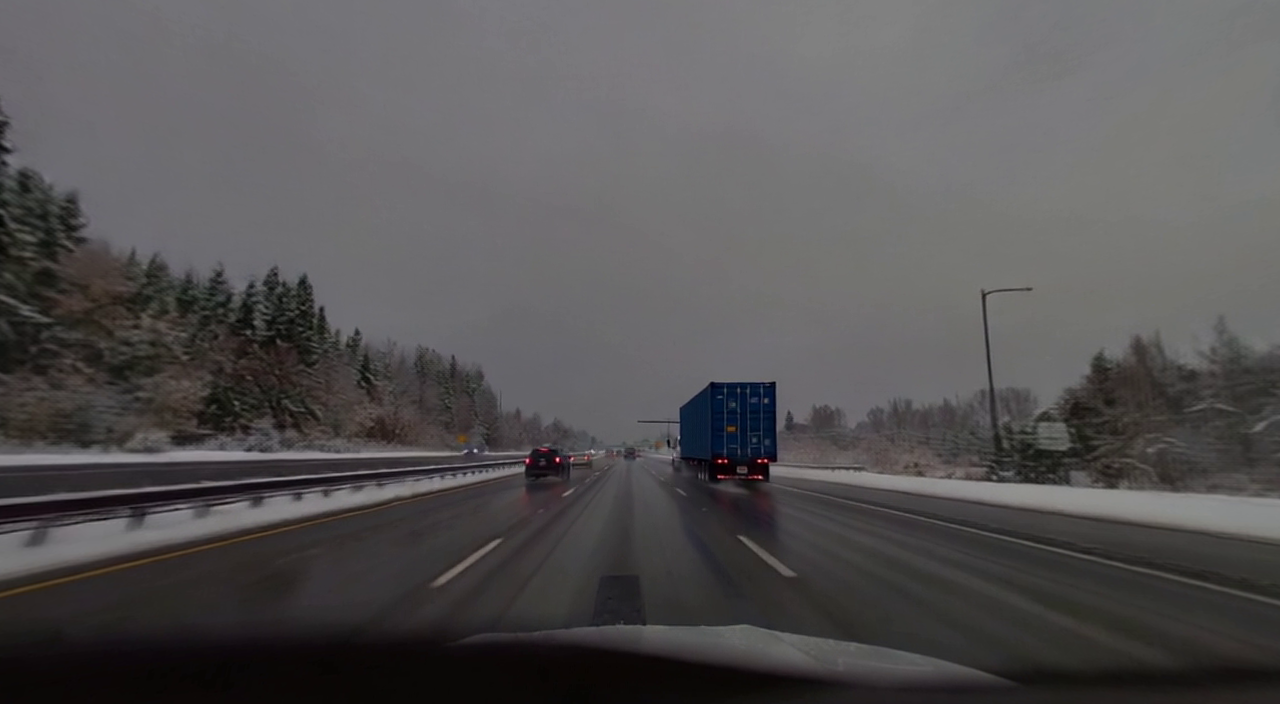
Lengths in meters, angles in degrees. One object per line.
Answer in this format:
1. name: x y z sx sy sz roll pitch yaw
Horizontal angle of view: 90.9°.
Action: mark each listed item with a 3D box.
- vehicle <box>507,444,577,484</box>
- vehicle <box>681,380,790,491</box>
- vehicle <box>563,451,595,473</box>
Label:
1. vehicle: -4.364 5.096 29.019 2.370 1.647 5.091 0 -9 0
2. vehicle: 3.922 4.063 29.702 2.821 4.046 12.876 0 -9 -1
3. vehicle: -4.520 8.175 47.071 2.063 1.532 3.763 0 -9 -1
